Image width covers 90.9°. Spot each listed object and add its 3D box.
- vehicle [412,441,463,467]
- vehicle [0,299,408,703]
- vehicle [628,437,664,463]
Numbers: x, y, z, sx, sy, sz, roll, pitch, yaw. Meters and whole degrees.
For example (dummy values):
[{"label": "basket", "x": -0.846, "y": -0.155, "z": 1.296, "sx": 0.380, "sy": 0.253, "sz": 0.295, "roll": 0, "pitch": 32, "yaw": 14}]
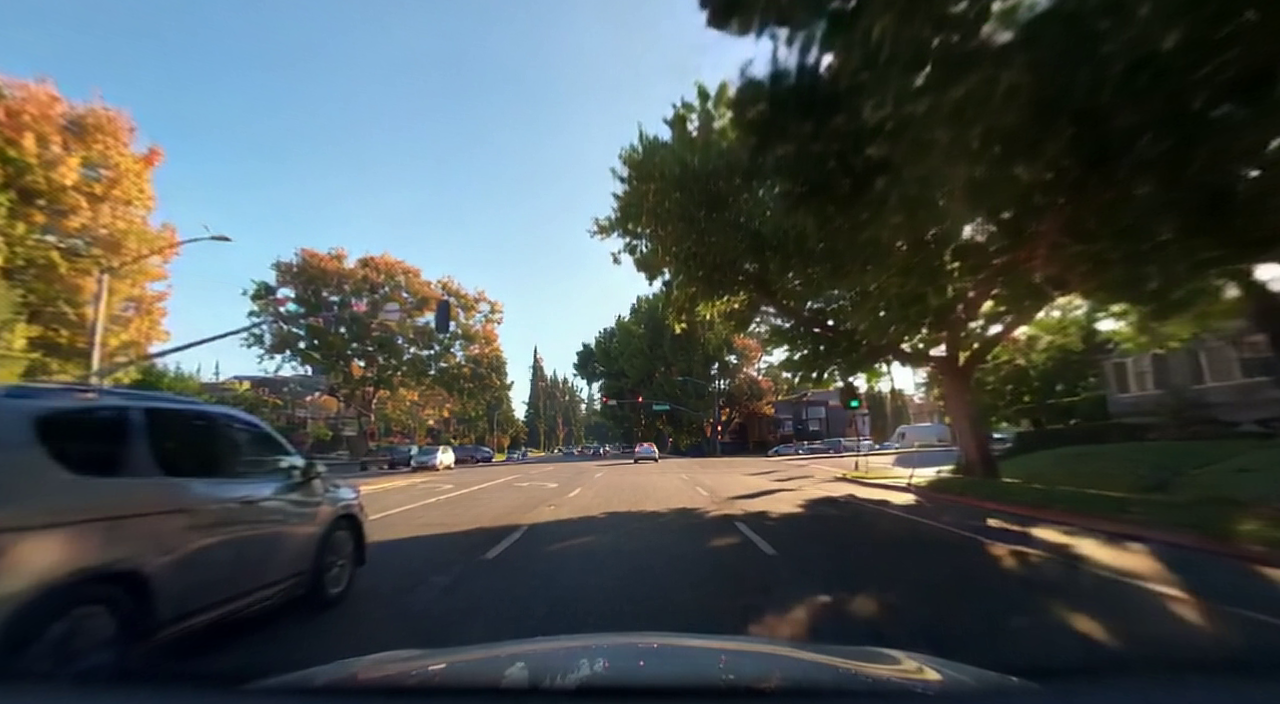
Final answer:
[{"label": "vehicle", "x": -14.773, "y": 7.457, "z": 46.241, "sx": 2.138, "sy": 1.761, "sz": 4.611, "roll": 0, "pitch": -8, "yaw": 1}, {"label": "vehicle", "x": -3.527, "y": 0.891, "z": 3.347, "sx": 2.459, "sy": 1.825, "sz": 5.380, "roll": 0, "pitch": -8, "yaw": 1}, {"label": "vehicle", "x": 0.341, "y": 6.981, "z": 45.026, "sx": 2.437, "sy": 1.737, "sz": 4.420, "roll": 0, "pitch": -8, "yaw": -1}]
